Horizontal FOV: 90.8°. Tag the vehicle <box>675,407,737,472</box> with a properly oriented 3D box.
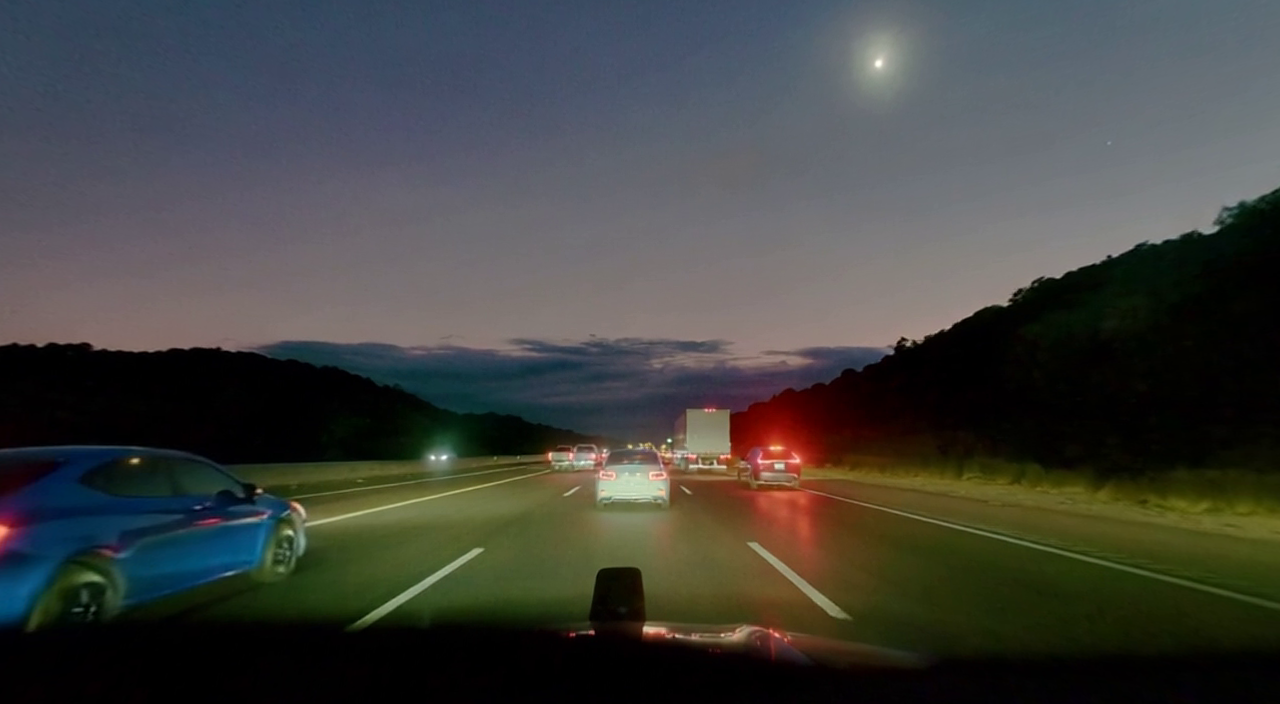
[{"bbox_3d":[4.619,6.805,47.938,3.194,4.038,16.301,0,-9,1],"label":"vehicle"}]

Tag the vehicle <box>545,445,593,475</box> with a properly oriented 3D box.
[{"bbox_3d":[-4.078,6.282,36.844,2.211,1.669,4.224,0,-9,2],"label":"vehicle"}]

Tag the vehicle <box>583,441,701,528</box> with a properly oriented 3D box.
[{"bbox_3d":[0.040,2.584,12.743,2.041,1.484,3.535,0,-9,0],"label":"vehicle"}]

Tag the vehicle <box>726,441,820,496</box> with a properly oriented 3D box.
[{"bbox_3d":[4.203,3.759,20.751,2.029,1.579,4.484,0,-9,-1],"label":"vehicle"}]

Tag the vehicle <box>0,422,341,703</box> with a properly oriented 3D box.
[{"bbox_3d":[-4.270,1.389,5.003,1.848,1.486,3.832,0,-9,1],"label":"vehicle"}]
